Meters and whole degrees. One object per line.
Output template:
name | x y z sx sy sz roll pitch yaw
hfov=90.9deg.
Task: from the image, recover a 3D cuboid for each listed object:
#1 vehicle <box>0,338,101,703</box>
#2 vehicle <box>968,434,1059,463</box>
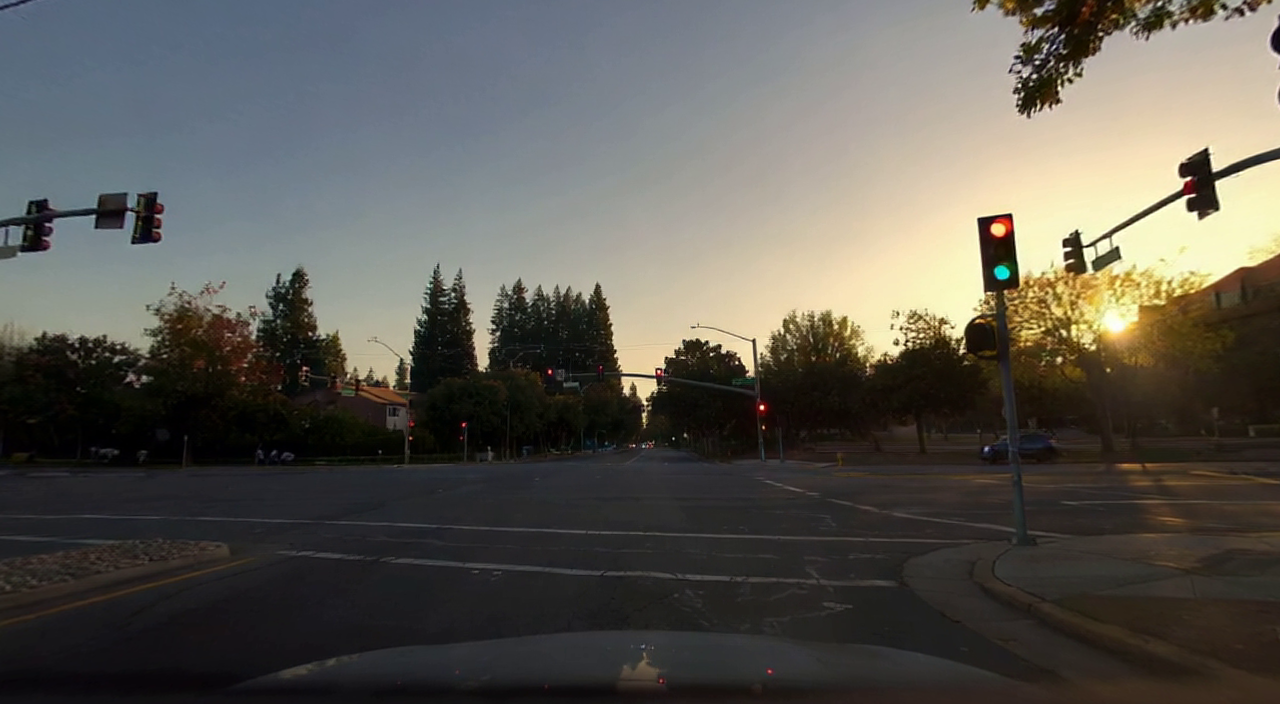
vehicle | -3.266 0.529 0.407 1.954 1.689 4.347 0 -8 0
vehicle | 20.042 5.189 34.005 3.952 1.468 1.768 -4 -9 22
